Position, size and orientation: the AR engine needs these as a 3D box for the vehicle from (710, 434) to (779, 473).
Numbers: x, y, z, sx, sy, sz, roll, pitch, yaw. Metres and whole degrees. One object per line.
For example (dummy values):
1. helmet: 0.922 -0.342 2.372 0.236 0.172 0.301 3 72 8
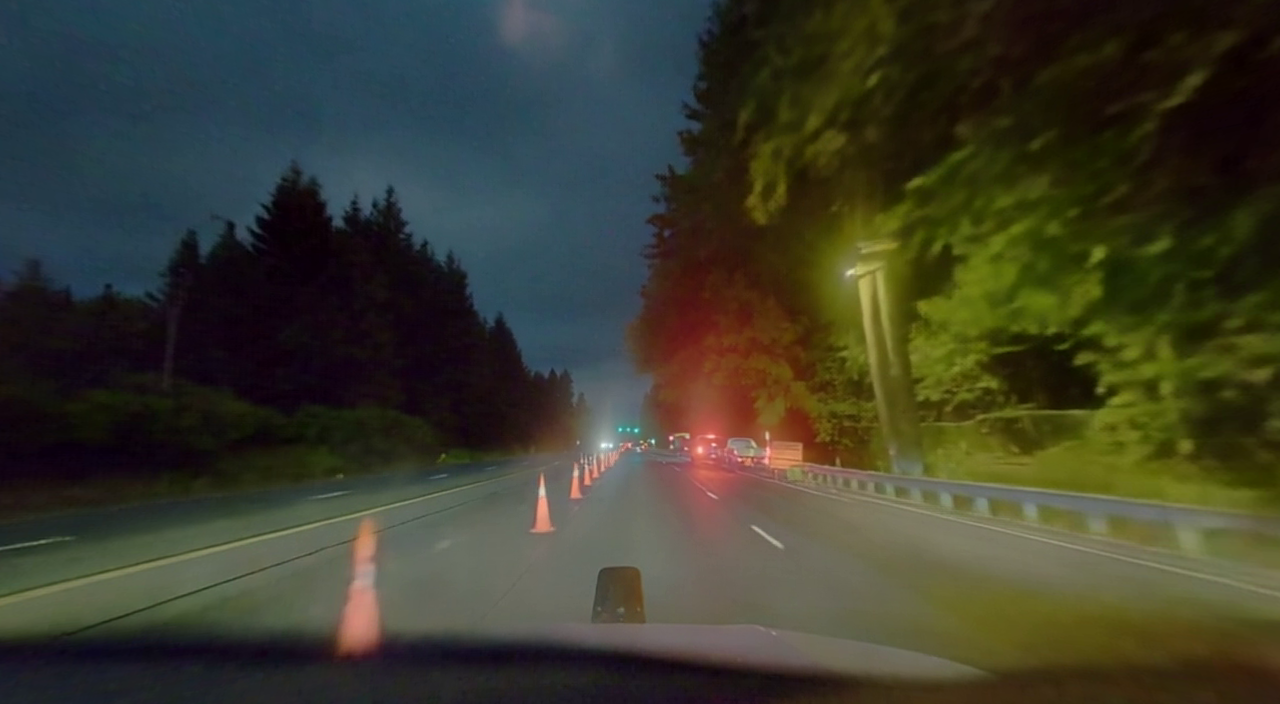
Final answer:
1. vehicle: 5.685 5.674 35.522 2.294 1.949 6.246 1 -8 -5

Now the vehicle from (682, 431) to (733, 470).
1. vehicle: 4.542 6.856 43.534 2.694 2.177 6.177 0 -13 -1
